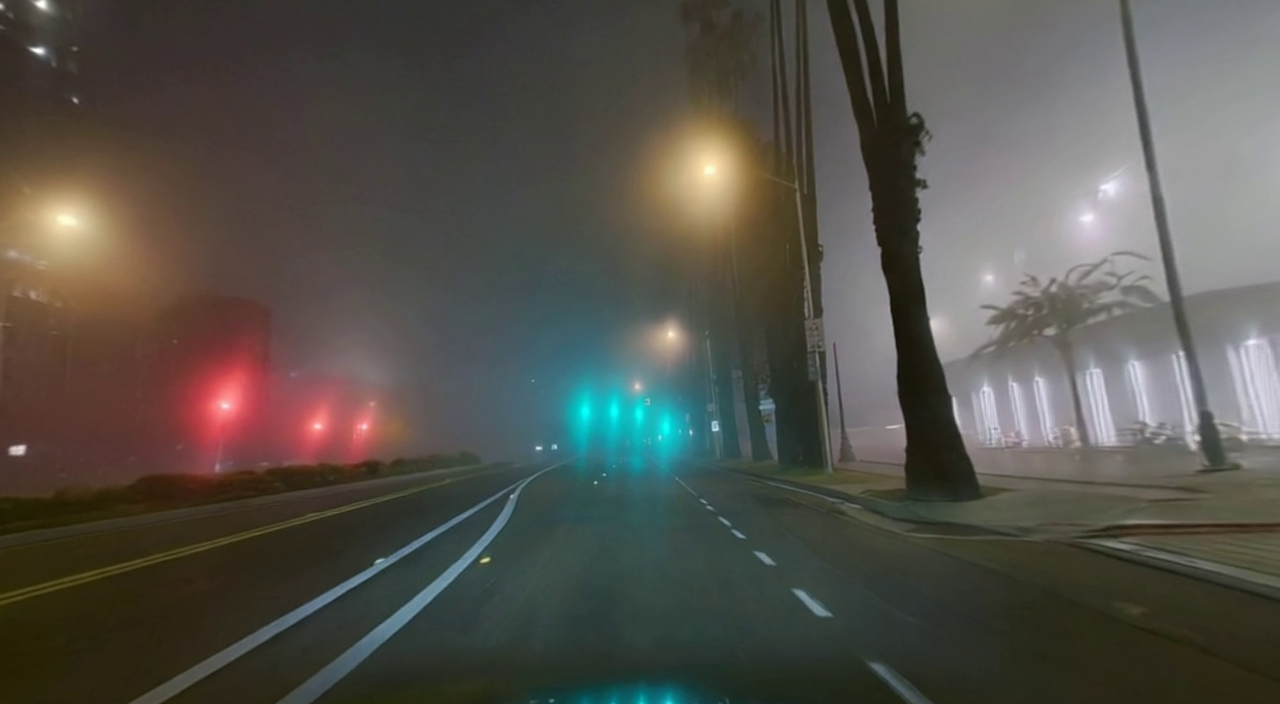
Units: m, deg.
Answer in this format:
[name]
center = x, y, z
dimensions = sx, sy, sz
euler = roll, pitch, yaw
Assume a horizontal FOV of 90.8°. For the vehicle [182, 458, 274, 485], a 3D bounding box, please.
[vehicle]
center = -28.624, 8.310, 44.072
dimensions = 1.979, 1.644, 4.875
euler = -5, -10, 30
